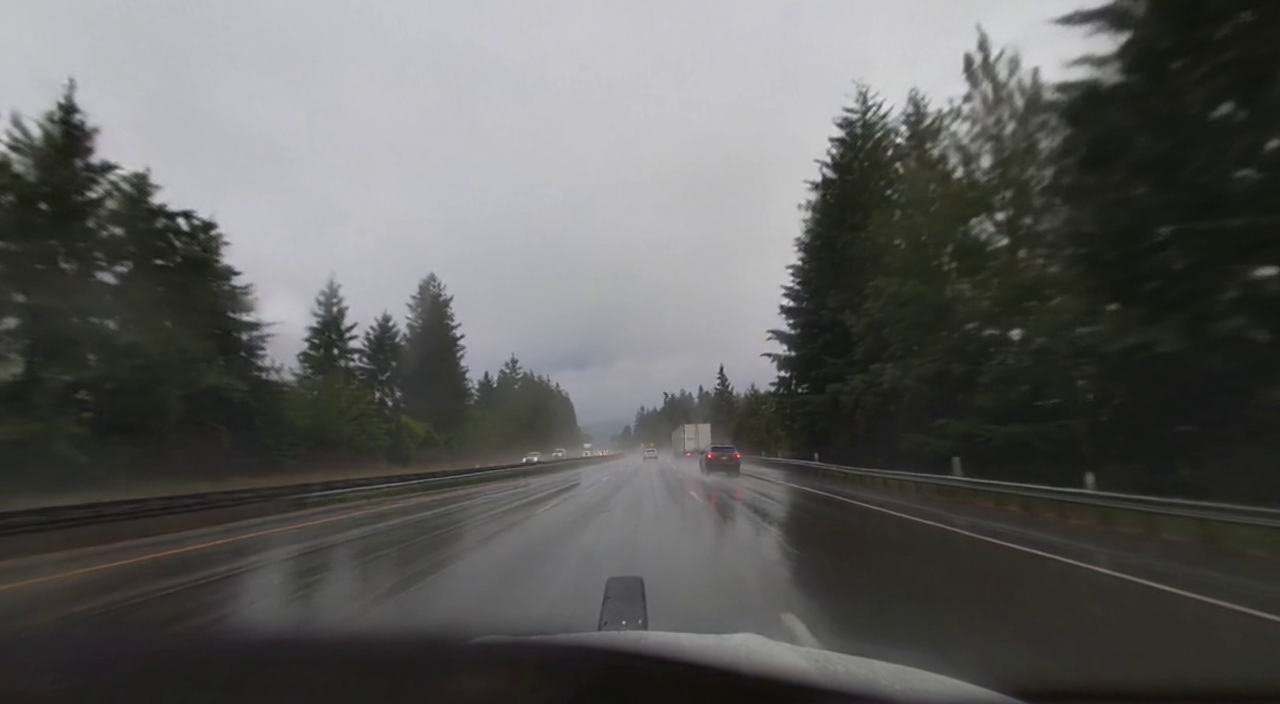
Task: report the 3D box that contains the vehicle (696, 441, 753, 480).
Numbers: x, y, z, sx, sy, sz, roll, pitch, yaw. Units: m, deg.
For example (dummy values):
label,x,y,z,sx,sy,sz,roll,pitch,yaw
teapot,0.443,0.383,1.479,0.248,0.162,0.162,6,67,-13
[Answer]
label,x,y,z,sx,sy,sz,roll,pitch,yaw
vehicle,3.814,5.021,29.301,2.096,1.653,4.185,0,-9,0
